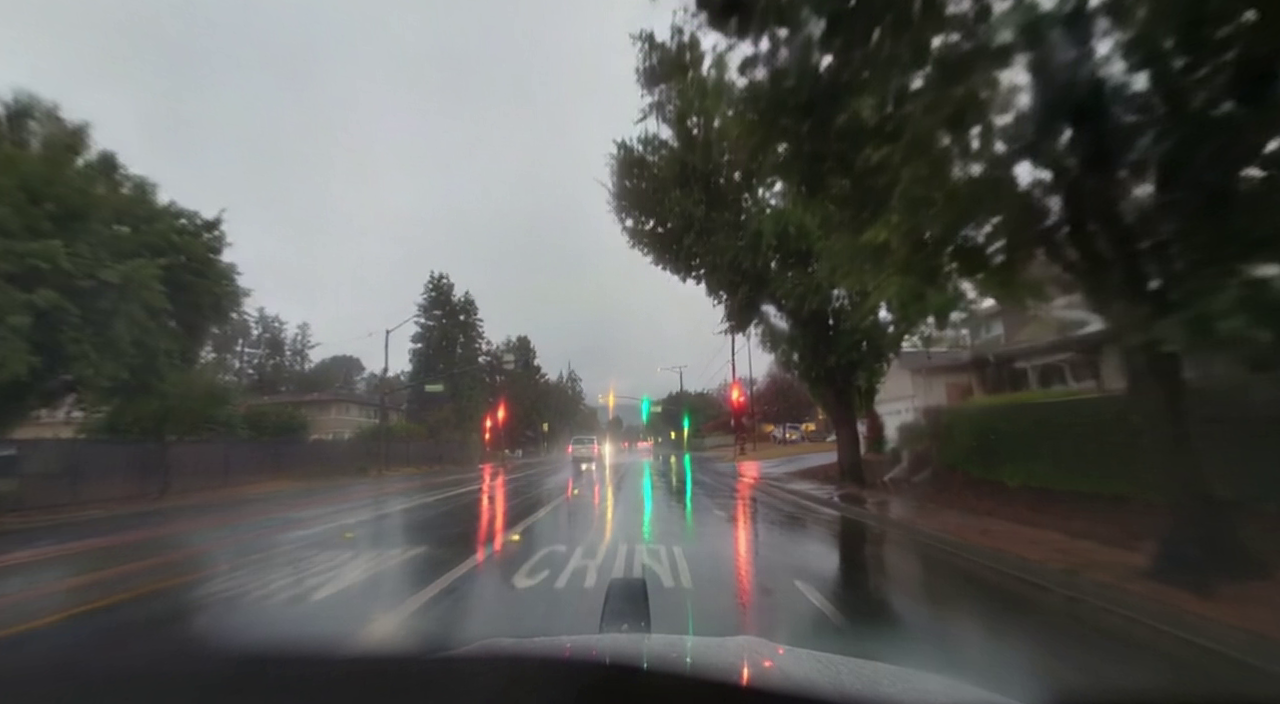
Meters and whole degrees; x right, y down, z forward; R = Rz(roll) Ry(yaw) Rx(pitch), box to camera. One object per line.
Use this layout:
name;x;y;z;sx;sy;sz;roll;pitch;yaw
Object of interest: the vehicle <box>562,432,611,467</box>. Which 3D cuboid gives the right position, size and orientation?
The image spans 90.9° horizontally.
vehicle;-2.747;5.130;33.410;2.084;1.701;4.734;0;-8;1
